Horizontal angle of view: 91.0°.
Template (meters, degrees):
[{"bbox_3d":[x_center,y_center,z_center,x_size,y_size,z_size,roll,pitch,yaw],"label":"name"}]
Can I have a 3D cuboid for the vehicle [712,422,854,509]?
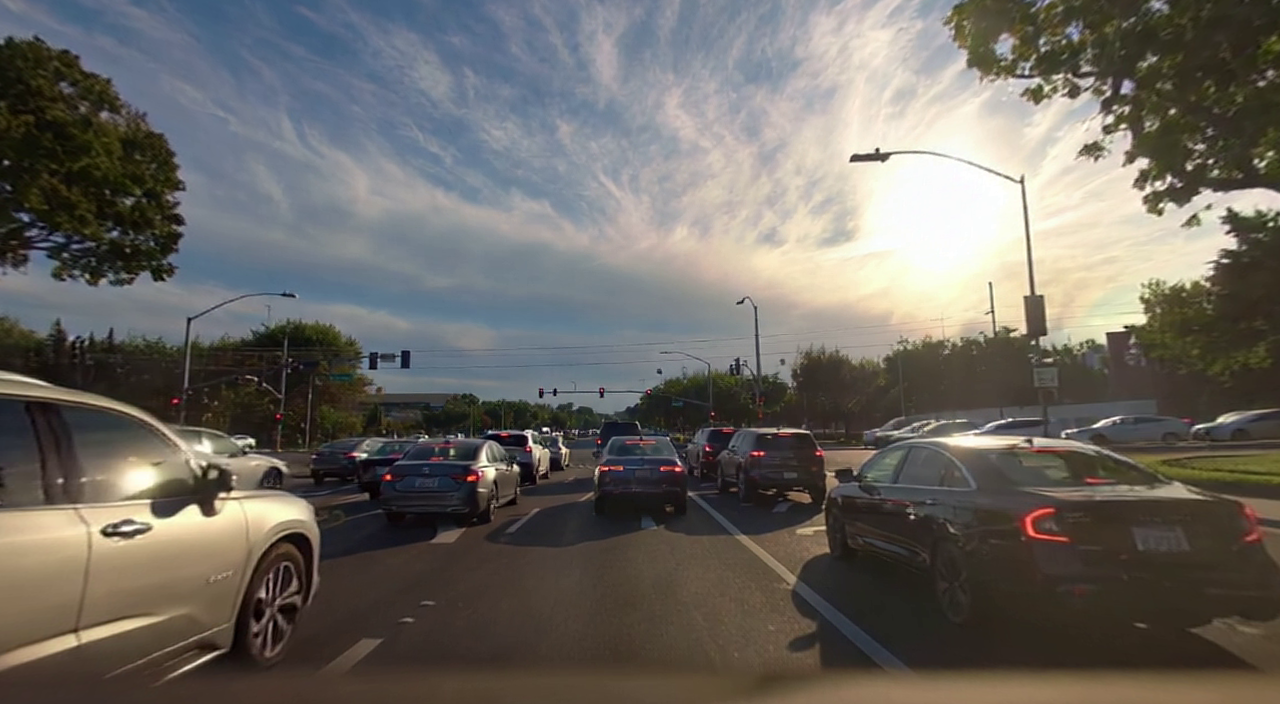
[{"bbox_3d":[3.004,2.497,14.283,2.106,1.667,4.101,0,-8,-2],"label":"vehicle"}]

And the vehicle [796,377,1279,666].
[{"bbox_3d":[3.140,1.310,5.975,2.074,1.685,4.387,0,-8,-2],"label":"vehicle"}]

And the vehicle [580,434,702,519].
[{"bbox_3d":[-0.065,2.400,12.679,2.076,1.438,3.770,0,-8,-2],"label":"vehicle"}]

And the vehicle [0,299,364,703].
[{"bbox_3d":[-3.226,0.792,2.695,2.079,1.756,4.676,0,-8,-2],"label":"vehicle"}]

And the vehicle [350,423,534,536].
[{"bbox_3d":[-3.113,2.090,10.961,1.896,1.546,4.378,0,-8,-2],"label":"vehicle"}]
